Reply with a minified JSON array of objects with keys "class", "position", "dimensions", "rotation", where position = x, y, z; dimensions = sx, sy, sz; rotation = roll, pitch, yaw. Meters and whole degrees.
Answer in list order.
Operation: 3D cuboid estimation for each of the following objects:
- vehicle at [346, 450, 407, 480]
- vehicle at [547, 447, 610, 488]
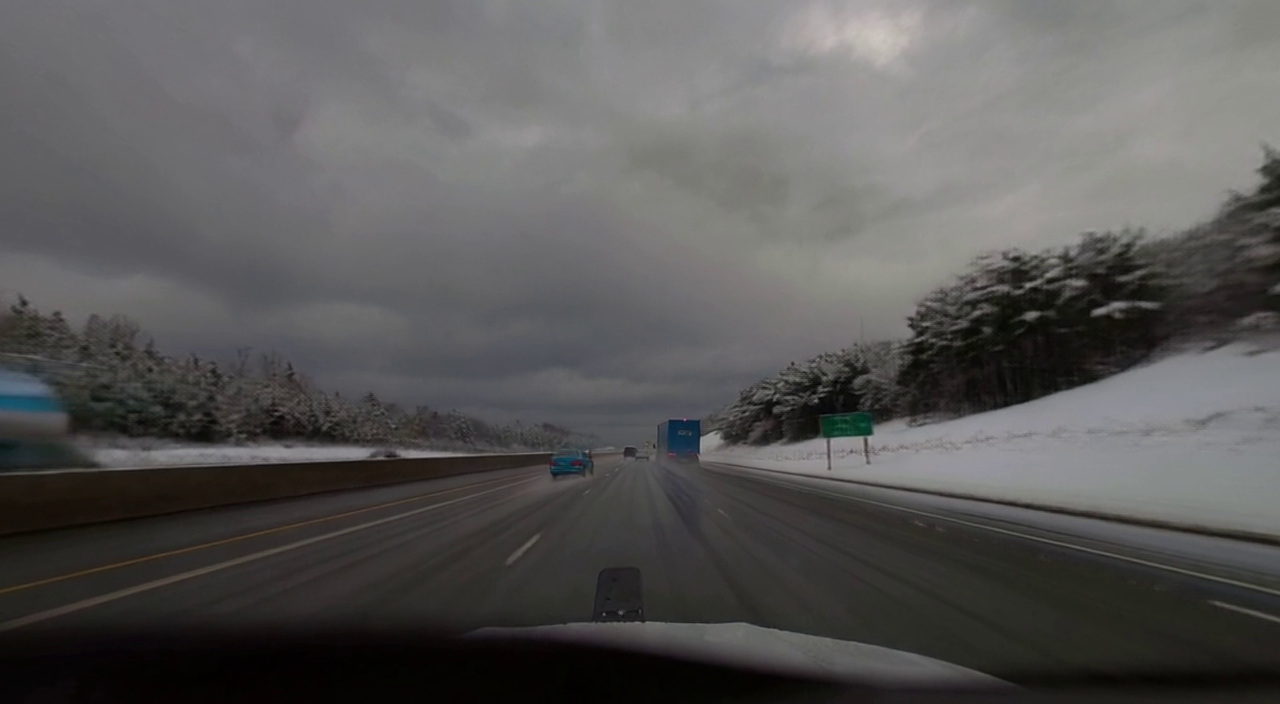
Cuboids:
[{"class":"vehicle","position":[-19.348,8.310,46.627],"dimensions":[2.215,2.016,5.106],"rotation":[-1,-9,0]},{"class":"vehicle","position":[-2.386,4.593,25.434],"dimensions":[2.013,1.498,3.908],"rotation":[-1,-9,2]}]
